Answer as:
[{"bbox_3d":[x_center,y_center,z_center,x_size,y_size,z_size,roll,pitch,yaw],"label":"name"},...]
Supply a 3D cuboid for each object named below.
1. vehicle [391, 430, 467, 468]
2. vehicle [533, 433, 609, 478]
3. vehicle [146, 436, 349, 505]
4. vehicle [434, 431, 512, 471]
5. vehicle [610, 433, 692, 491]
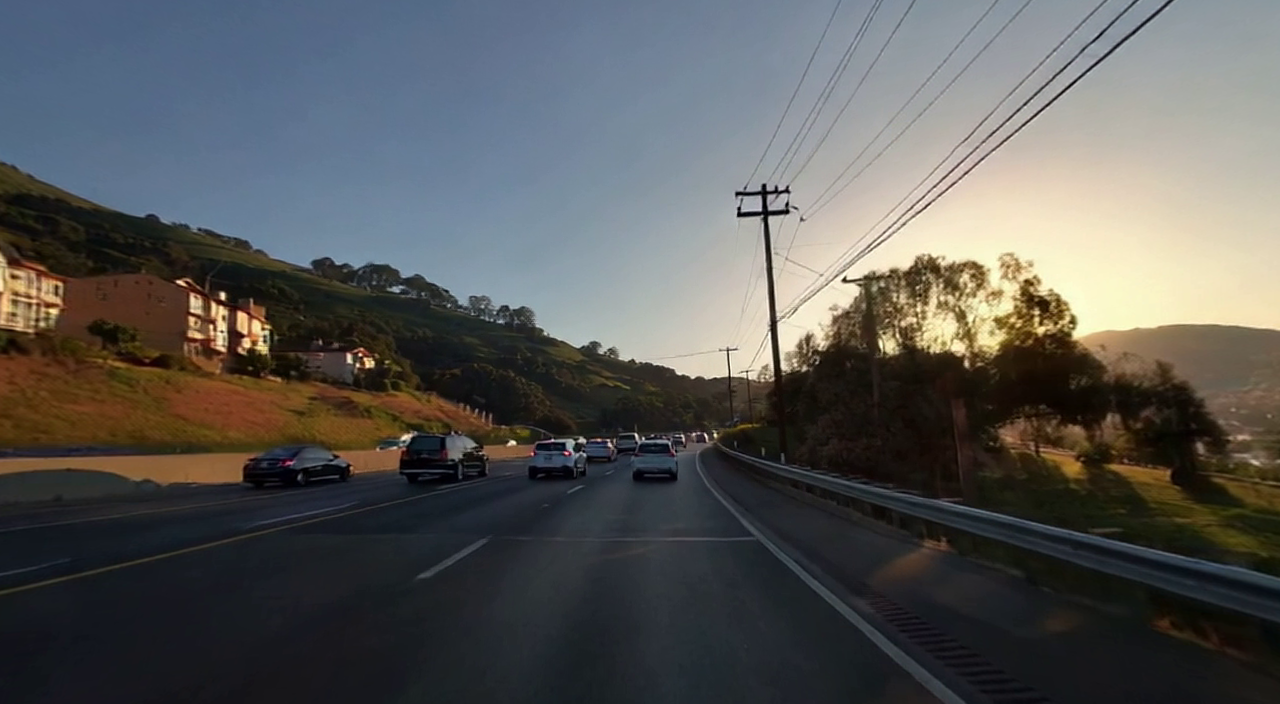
[{"bbox_3d":[-11.775,5.474,35.593,2.105,1.971,4.868,-1,-8,7],"label":"vehicle"},{"bbox_3d":[-2.660,4.126,25.478,2.121,1.639,4.383,-1,-8,6],"label":"vehicle"},{"bbox_3d":[-9.618,2.905,16.000,1.959,1.469,4.450,-1,-8,6],"label":"vehicle"},{"bbox_3d":[-8.125,4.862,31.160,2.080,1.833,4.461,-1,-8,8],"label":"vehicle"},{"bbox_3d":[0.386,3.150,18.425,2.109,1.495,3.935,-1,-8,3],"label":"vehicle"}]
